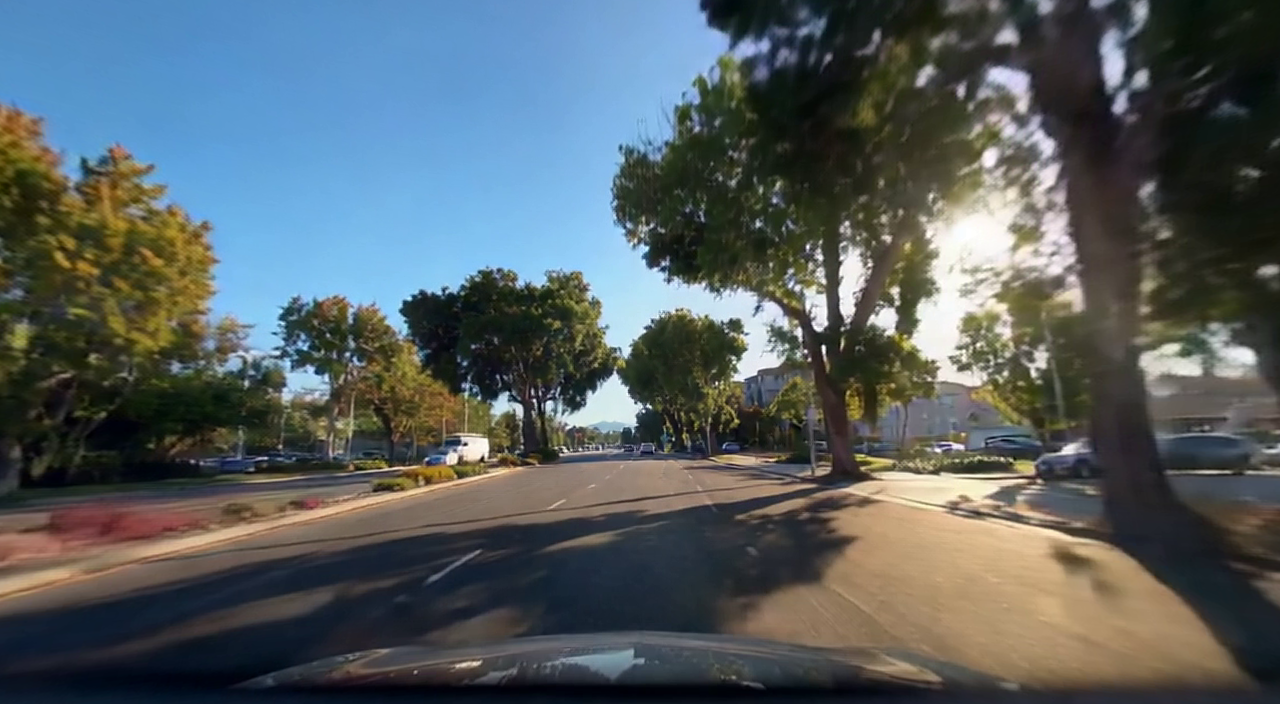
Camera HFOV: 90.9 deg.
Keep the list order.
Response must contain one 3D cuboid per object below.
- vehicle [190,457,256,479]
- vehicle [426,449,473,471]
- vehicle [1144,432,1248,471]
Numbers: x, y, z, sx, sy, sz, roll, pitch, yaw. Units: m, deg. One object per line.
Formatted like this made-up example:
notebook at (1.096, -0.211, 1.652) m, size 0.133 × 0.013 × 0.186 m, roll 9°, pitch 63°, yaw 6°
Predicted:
vehicle at (-32.338, 8.991, 48.943) m, size 4.001 × 1.415 × 1.693 m, roll -3°, pitch -8°, yaw -1°
vehicle at (-13.549, 7.708, 45.169) m, size 1.914 × 1.496 × 4.742 m, roll 0°, pitch -9°, yaw 0°
vehicle at (25.374, 4.508, 28.997) m, size 1.823 × 1.466 × 4.676 m, roll -7°, pitch -8°, yaw 19°
